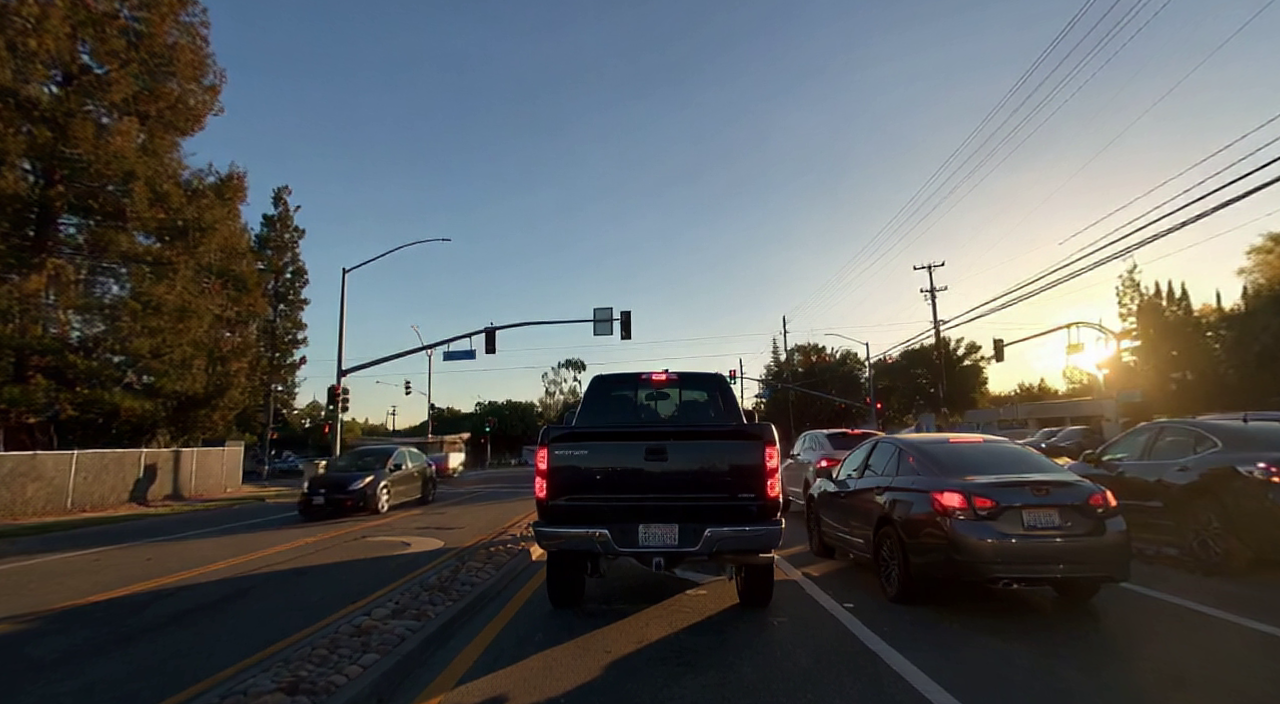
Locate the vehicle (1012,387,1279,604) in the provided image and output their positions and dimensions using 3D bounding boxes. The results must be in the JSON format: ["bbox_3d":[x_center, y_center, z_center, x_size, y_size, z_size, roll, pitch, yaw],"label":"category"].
[{"bbox_3d":[6.154,1.369,6.485,1.982,1.727,4.352,0,-8,1],"label":"vehicle"}]

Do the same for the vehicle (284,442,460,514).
[{"bbox_3d":[-7.101,3.357,17.407,2.369,1.690,4.529,-1,-9,8],"label":"vehicle"}]

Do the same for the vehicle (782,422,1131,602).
[{"bbox_3d":[3.115,1.645,7.376,1.993,1.495,4.060,0,-8,1],"label":"vehicle"}]

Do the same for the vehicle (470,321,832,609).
[{"bbox_3d":[0.122,1.324,8.135,2.831,2.284,6.149,0,-8,1],"label":"vehicle"}]
